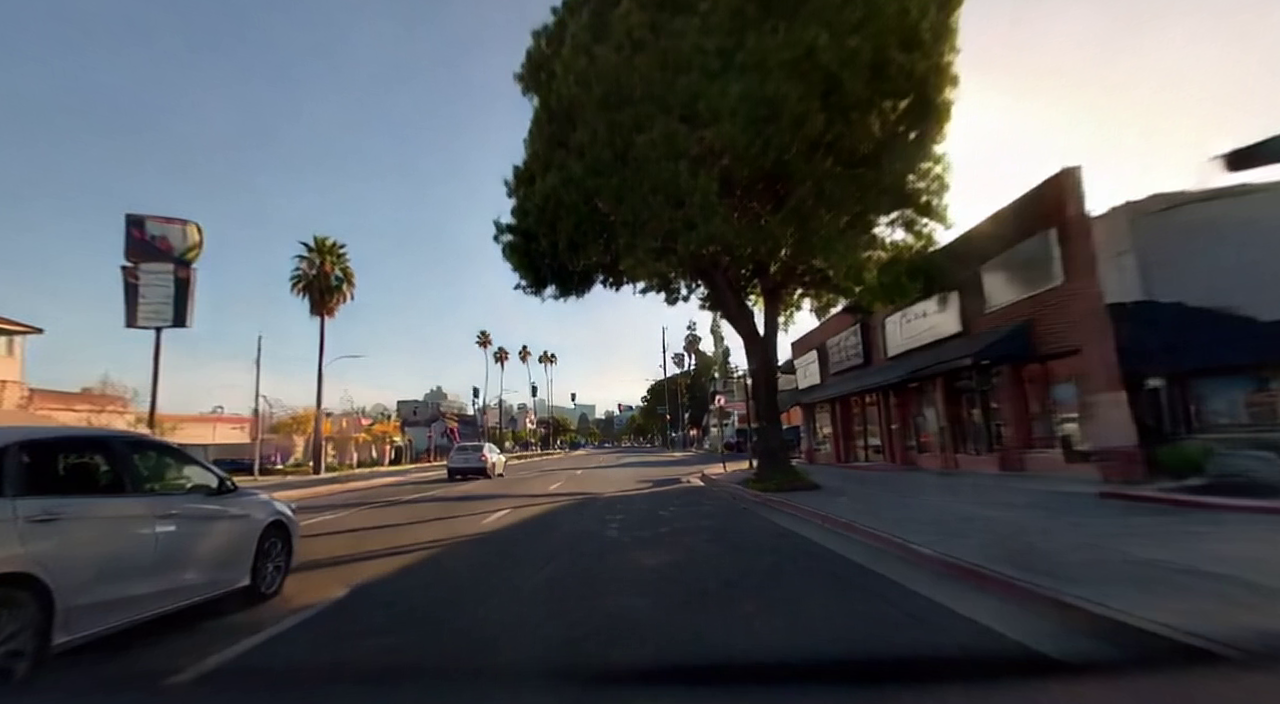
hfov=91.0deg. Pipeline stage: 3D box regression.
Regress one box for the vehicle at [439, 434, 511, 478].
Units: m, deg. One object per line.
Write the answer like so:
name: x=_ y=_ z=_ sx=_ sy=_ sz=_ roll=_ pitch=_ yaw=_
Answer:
vehicle: x=-7.460 y=4.755 z=28.959 sx=2.136 sy=1.844 sz=4.363 roll=0 pitch=-8 yaw=0

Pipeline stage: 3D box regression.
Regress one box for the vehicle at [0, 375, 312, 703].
vehicle: x=-4.101 y=1.058 z=3.757 sx=2.041 sy=1.666 sz=4.182 roll=0 pitch=-8 yaw=-1
